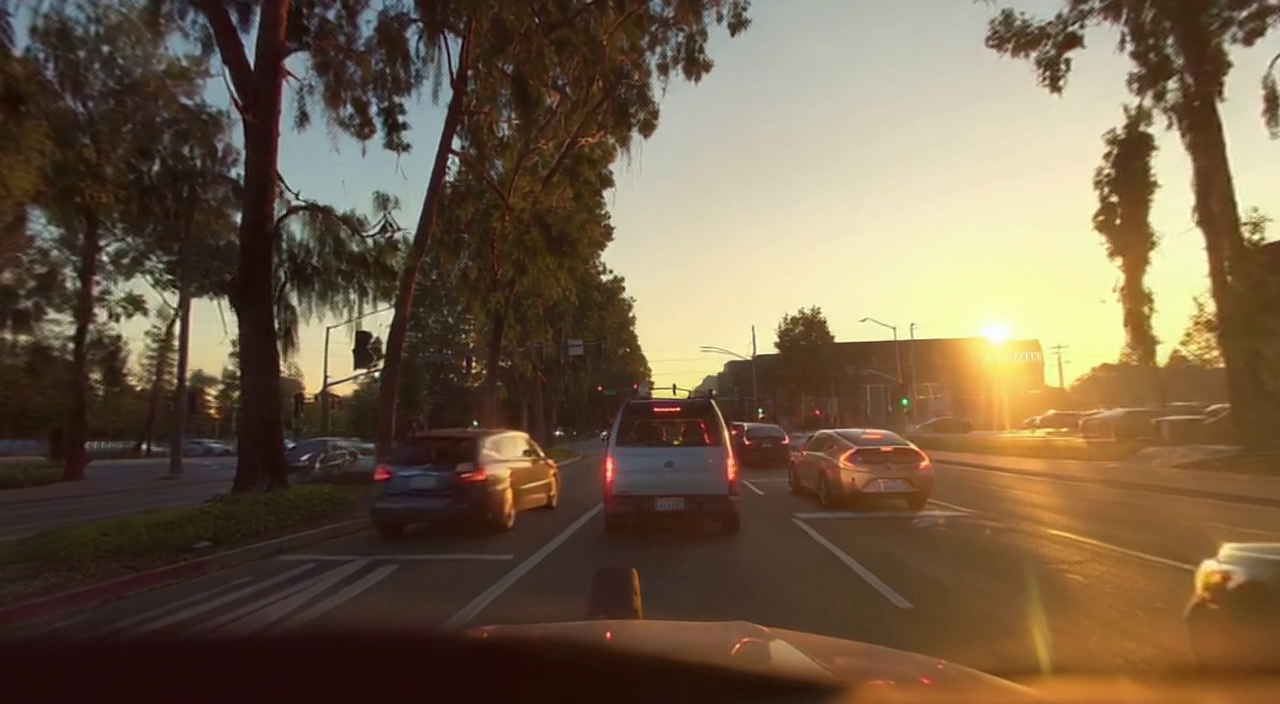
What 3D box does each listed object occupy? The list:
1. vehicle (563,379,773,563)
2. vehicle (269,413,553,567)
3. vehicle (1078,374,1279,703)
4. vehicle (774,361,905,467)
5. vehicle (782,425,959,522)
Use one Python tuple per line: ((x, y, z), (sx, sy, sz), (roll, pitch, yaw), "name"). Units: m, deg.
((0.433, 1.560, 8.884), (2.188, 1.892, 4.488), (0, -8, 4), "vehicle")
((-2.593, 1.678, 8.415), (2.010, 1.515, 4.152), (0, -8, 4), "vehicle")
((3.288, 0.662, 1.072), (2.109, 1.500, 4.585), (-1, -8, 6), "vehicle")
((8.283, 2.923, 27.690), (2.965, 3.900, 9.064), (0, -8, 1), "vehicle")
((3.986, 2.158, 11.714), (1.862, 1.451, 4.083), (0, -8, 2), "vehicle")
